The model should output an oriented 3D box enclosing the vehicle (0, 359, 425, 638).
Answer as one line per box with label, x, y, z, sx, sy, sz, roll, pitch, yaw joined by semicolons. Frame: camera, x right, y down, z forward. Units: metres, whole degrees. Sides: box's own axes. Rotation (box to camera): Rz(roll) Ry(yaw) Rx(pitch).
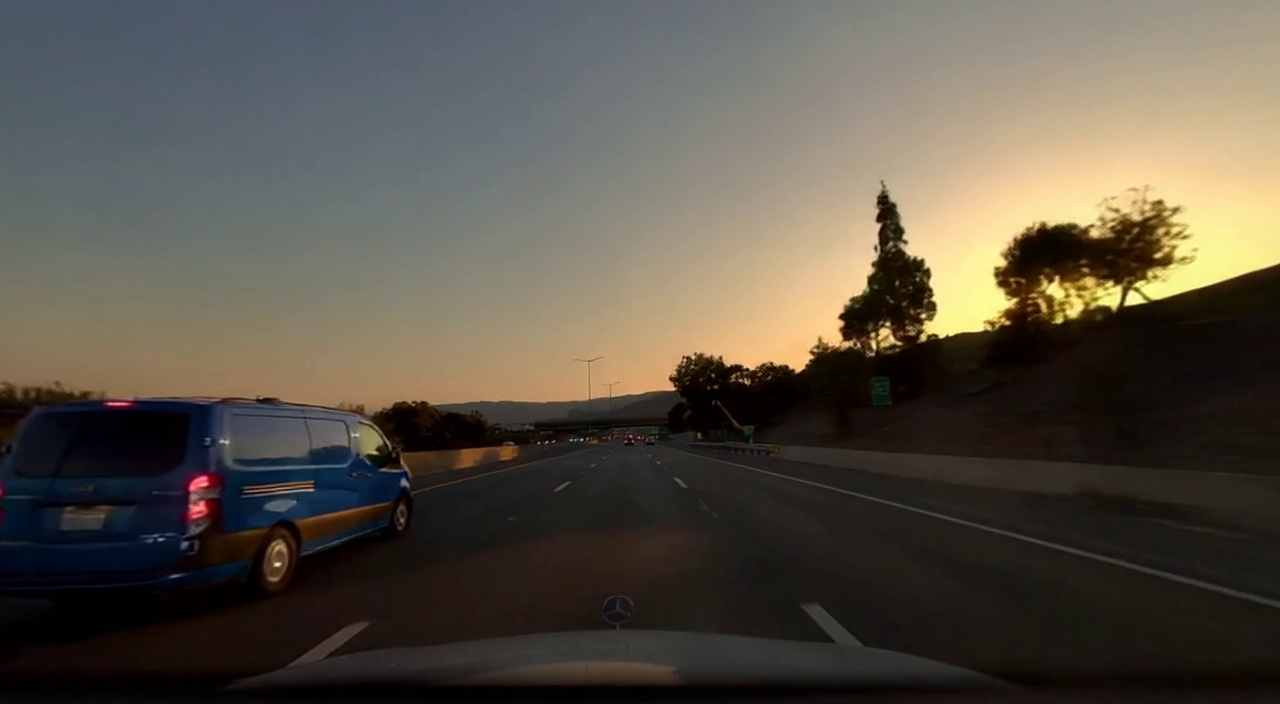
vehicle;-4.162;1.294;6.682;2.104;1.860;4.853;0;-8;-1
